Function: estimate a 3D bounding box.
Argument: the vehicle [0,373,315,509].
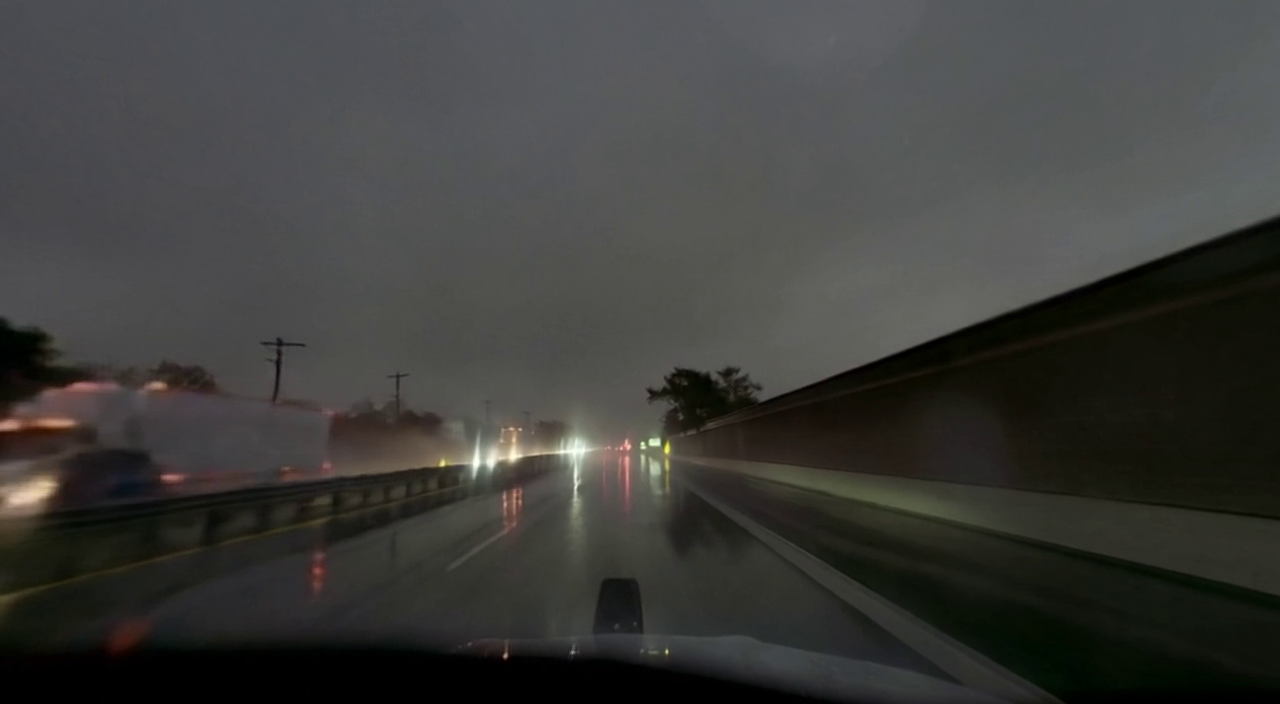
[{"bbox_3d":[-17.187,3.389,23.391,3.293,3.600,13.598,0,-9,-2],"label":"vehicle"}]
